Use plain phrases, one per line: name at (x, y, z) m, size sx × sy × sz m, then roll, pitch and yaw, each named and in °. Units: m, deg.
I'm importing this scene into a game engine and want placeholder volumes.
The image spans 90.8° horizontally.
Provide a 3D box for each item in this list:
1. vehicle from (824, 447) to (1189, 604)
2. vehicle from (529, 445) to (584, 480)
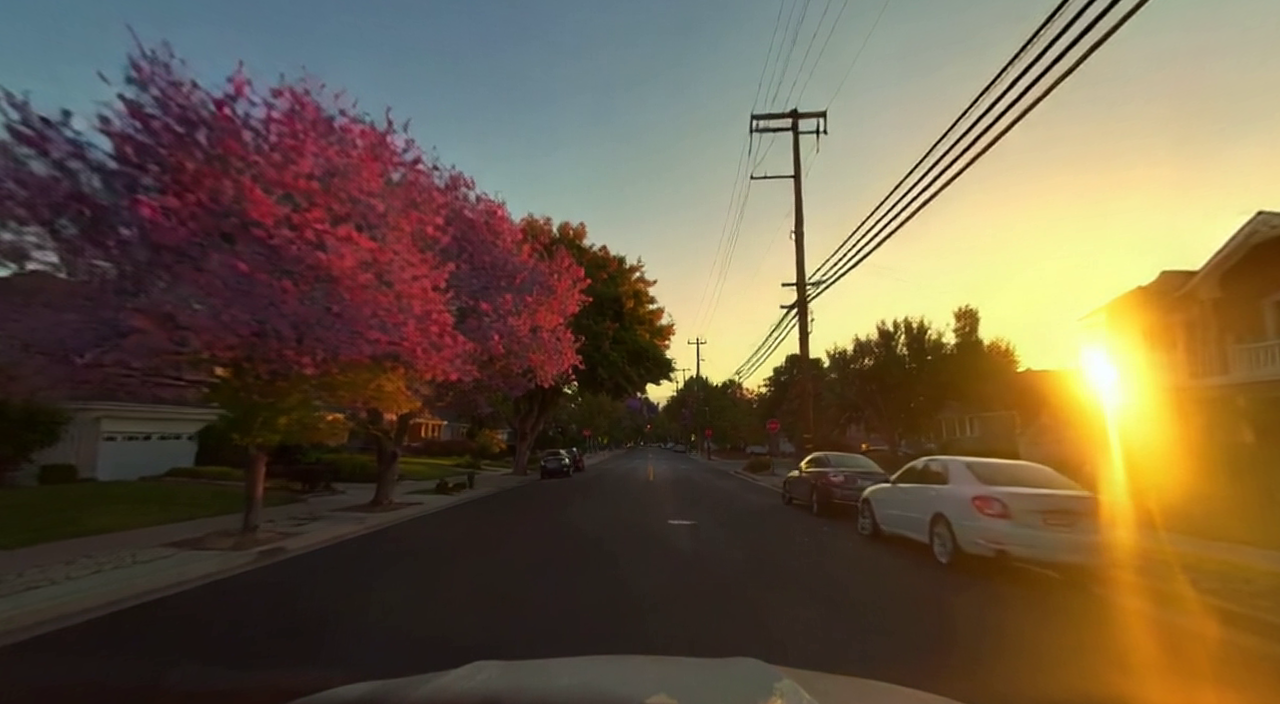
vehicle at (4.280, 2.048, 8.588) m, size 2.006 × 1.489 × 4.753 m, roll 0°, pitch -8°, yaw -2°
vehicle at (-4.027, 5.362, 31.062) m, size 1.938 × 1.508 × 4.481 m, roll 0°, pitch -7°, yaw 2°
